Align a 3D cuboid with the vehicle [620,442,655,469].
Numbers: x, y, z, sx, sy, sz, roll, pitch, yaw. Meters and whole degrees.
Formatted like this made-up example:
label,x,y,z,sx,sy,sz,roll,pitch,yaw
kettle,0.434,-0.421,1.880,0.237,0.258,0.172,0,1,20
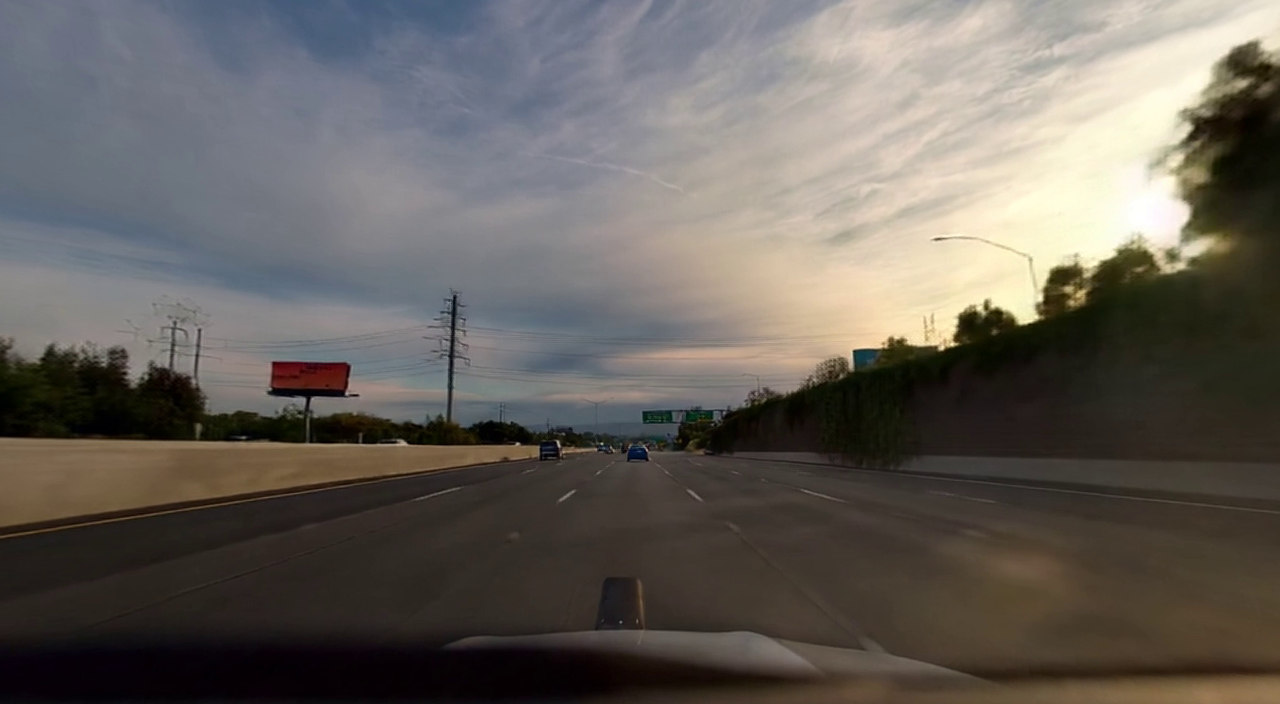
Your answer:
label,x,y,z,sx,sy,sz,roll,pitch,yaw
vehicle,-0.174,6.434,39.464,2.074,1.574,3.971,0,-8,-1
